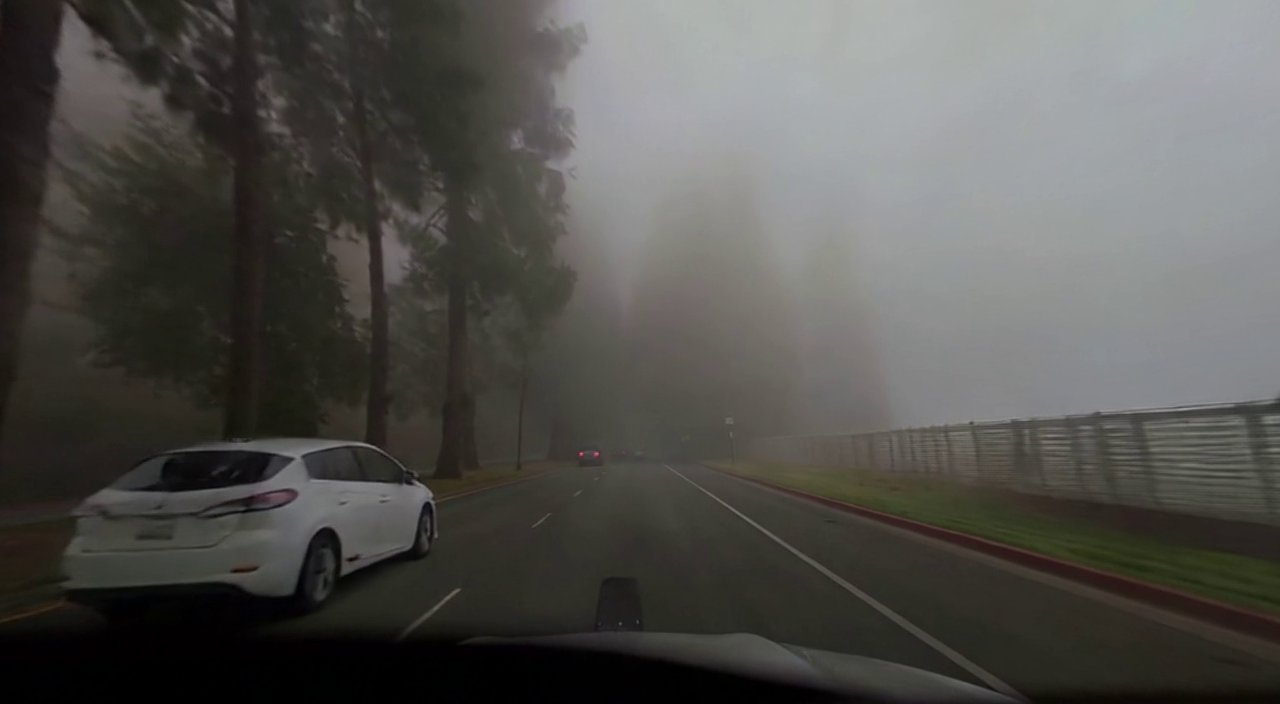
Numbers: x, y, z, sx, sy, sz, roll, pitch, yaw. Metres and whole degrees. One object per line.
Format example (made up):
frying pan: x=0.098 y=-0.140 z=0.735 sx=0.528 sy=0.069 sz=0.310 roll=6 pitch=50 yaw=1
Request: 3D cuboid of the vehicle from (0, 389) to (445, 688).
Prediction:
vehicle: x=-3.473 y=1.374 z=5.850 sx=1.919 sy=1.650 sz=4.546 roll=0 pitch=-9 yaw=-1

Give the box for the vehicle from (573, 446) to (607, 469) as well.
vehicle: x=-3.210 y=6.928 z=41.578 sx=1.870 sy=1.431 sz=4.317 roll=0 pitch=-9 yaw=0
